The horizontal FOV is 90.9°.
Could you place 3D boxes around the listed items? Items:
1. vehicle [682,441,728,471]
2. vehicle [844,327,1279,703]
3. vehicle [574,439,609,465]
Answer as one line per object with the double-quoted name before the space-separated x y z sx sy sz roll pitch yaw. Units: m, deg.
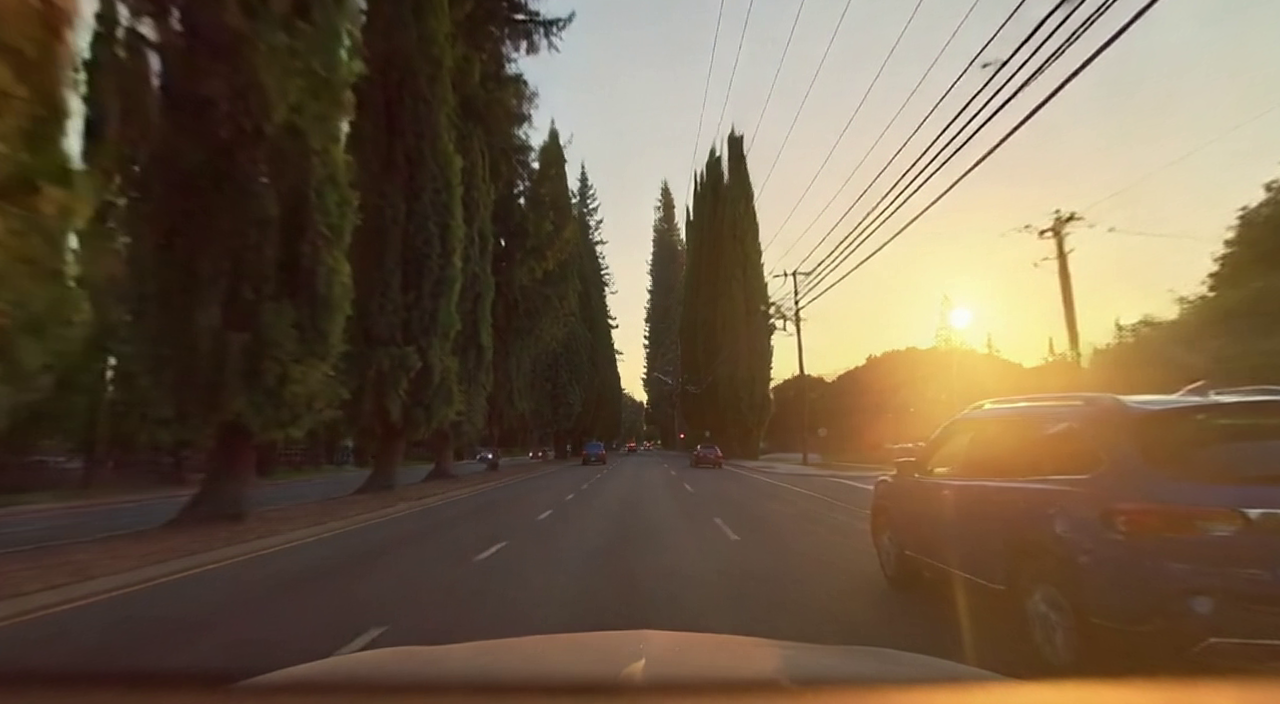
"vehicle" 3.355 5.460 33.407 1.906 1.468 4.422 0 -8 -1
"vehicle" 3.294 1.088 4.470 2.182 1.744 4.464 0 -8 0
"vehicle" -3.393 7.027 44.606 2.066 1.725 4.241 0 -8 1
